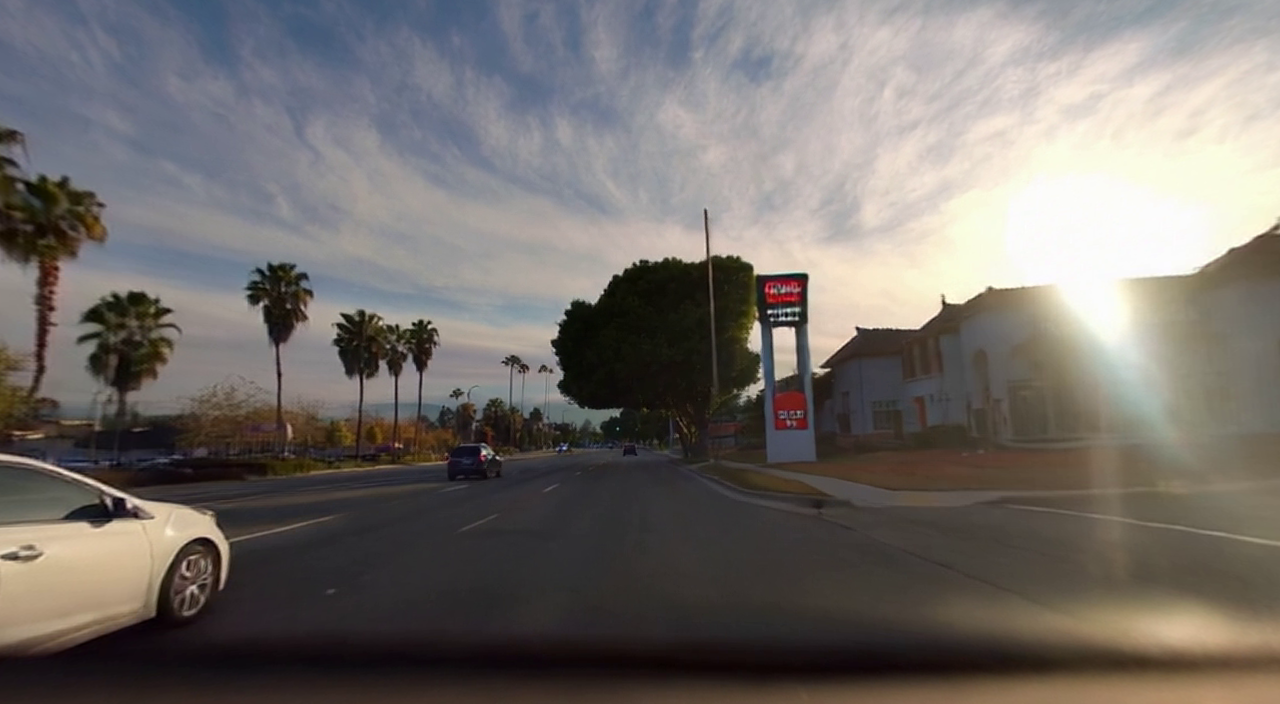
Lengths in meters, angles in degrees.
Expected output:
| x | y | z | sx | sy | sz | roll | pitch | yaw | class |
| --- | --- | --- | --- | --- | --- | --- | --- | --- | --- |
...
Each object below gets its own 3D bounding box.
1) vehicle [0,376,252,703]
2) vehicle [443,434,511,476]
| x | y | z | sx | sy | sz | roll | pitch | yaw | class |
| --- | --- | --- | --- | --- | --- | --- | --- | --- | --- |
| -4.248 | 0.945 | 3.080 | 2.041 | 1.666 | 4.182 | 0 | -8 | -1 | vehicle |
| -7.722 | 4.900 | 30.266 | 2.136 | 1.844 | 4.363 | 0 | -8 | 0 | vehicle |
